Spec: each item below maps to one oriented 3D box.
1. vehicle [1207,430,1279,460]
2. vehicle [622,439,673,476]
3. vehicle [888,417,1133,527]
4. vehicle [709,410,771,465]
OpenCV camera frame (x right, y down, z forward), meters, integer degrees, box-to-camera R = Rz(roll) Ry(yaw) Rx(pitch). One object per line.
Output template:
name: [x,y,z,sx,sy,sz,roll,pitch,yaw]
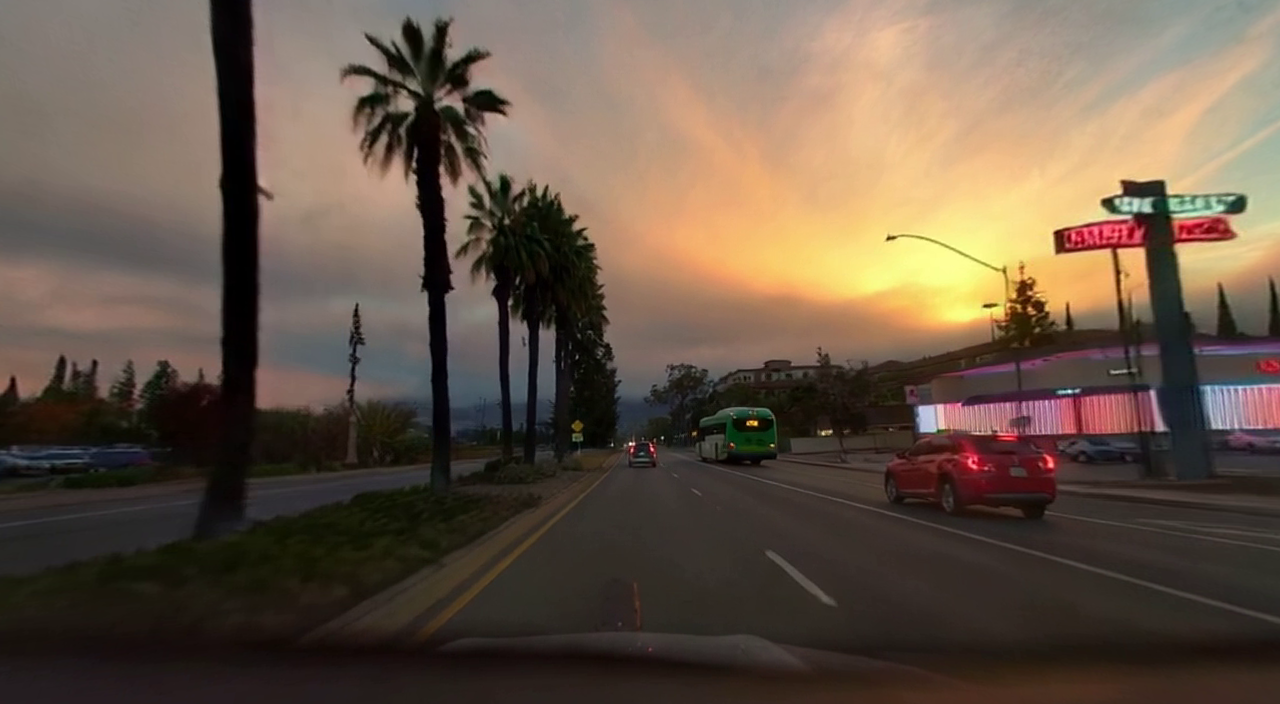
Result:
vehicle: [35.584,5.310,36.075,1.908,1.637,4.765,-2,-9,0]
vehicle: [0.285,4.609,27.692,2.065,1.477,4.306,0,-9,0]
vehicle: [6.506,2.151,11.814,2.031,1.670,4.154,0,-9,0]
vehicle: [6.766,6.059,44.244,2.795,3.383,9.287,0,-9,0]
